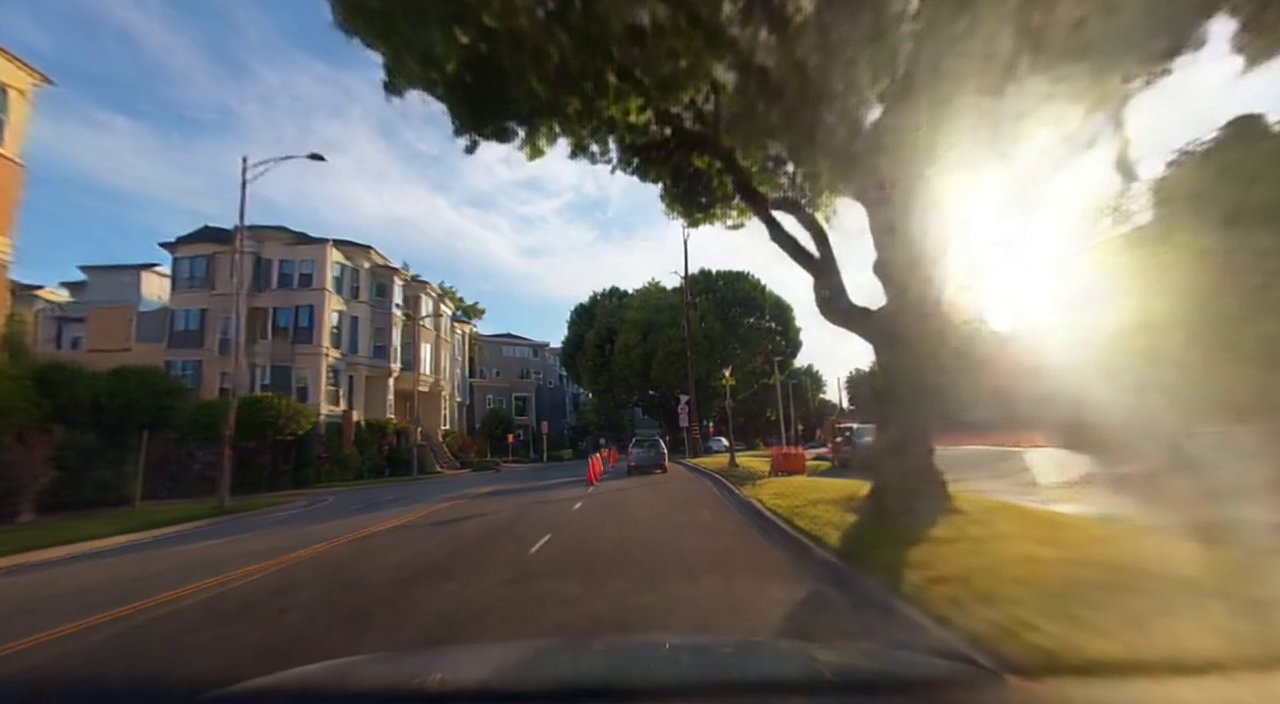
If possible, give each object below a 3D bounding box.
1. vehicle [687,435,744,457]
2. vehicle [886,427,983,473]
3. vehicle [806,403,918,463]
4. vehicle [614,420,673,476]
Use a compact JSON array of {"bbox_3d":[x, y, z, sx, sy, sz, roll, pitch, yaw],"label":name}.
[{"bbox_3d":[5.692,7.091,47.537,3.835,1.584,1.893,4,-9,-27],"label":"vehicle"},{"bbox_3d":[10.695,3.595,23.156,1.698,1.548,2.969,2,-9,-12],"label":"vehicle"},{"bbox_3d":[9.590,3.739,28.166,2.253,2.306,6.753,-1,-10,-2],"label":"vehicle"},{"bbox_3d":[0.023,3.910,25.702,2.169,2.015,5.206,0,-9,-2],"label":"vehicle"}]
